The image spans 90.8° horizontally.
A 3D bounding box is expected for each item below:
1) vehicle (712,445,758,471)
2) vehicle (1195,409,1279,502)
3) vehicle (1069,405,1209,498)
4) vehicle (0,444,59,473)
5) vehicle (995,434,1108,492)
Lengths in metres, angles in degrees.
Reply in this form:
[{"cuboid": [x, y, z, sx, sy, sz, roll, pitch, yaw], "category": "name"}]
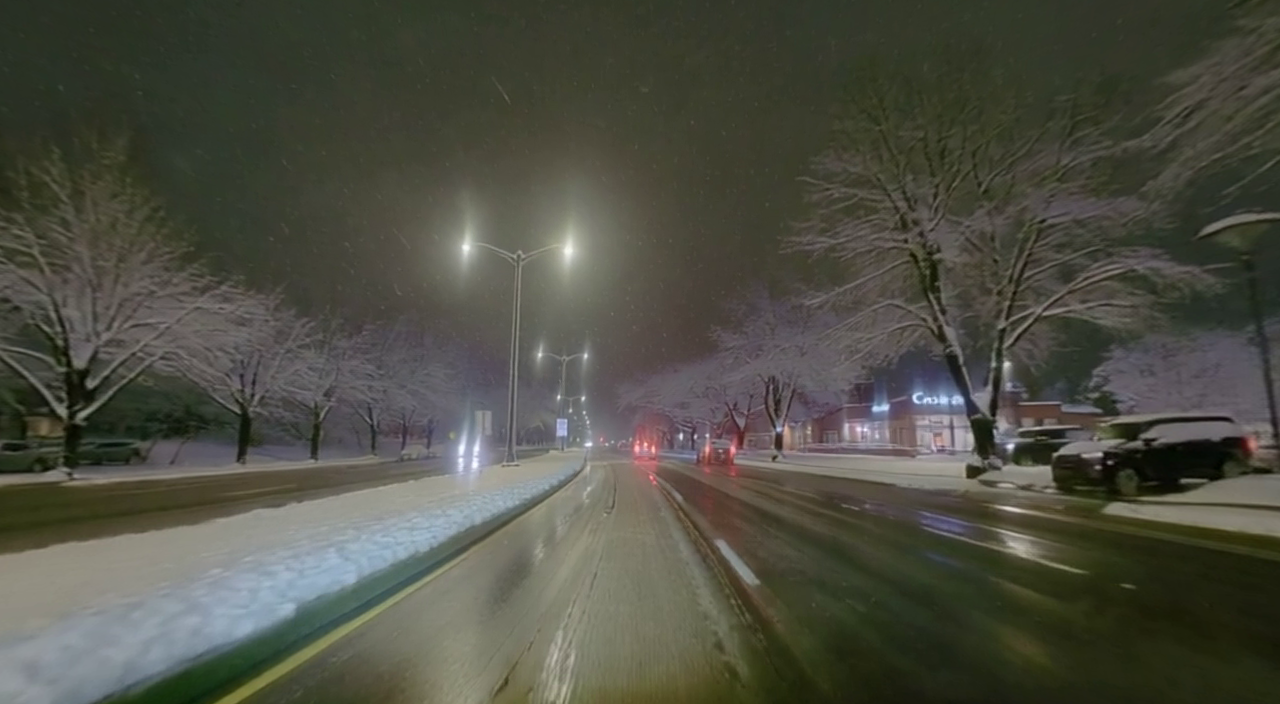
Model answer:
[{"cuboid": [5.708, 6.425, 38.607, 1.876, 1.474, 4.126, 1, -8, -4], "category": "vehicle"}, {"cuboid": [18.911, 3.158, 19.217, 6.051, 2.447, 2.293, 9, -12, -43], "category": "vehicle"}, {"cuboid": [16.888, 3.299, 21.219, 6.233, 2.676, 2.430, 7, -11, -42], "category": "vehicle"}, {"cuboid": [-31.068, 5.209, 30.886, 3.380, 1.366, 1.777, 1, -9, -4], "category": "vehicle"}, {"cuboid": [15.782, 4.150, 24.112, 5.251, 1.946, 2.114, 7, -11, -41], "category": "vehicle"}]
